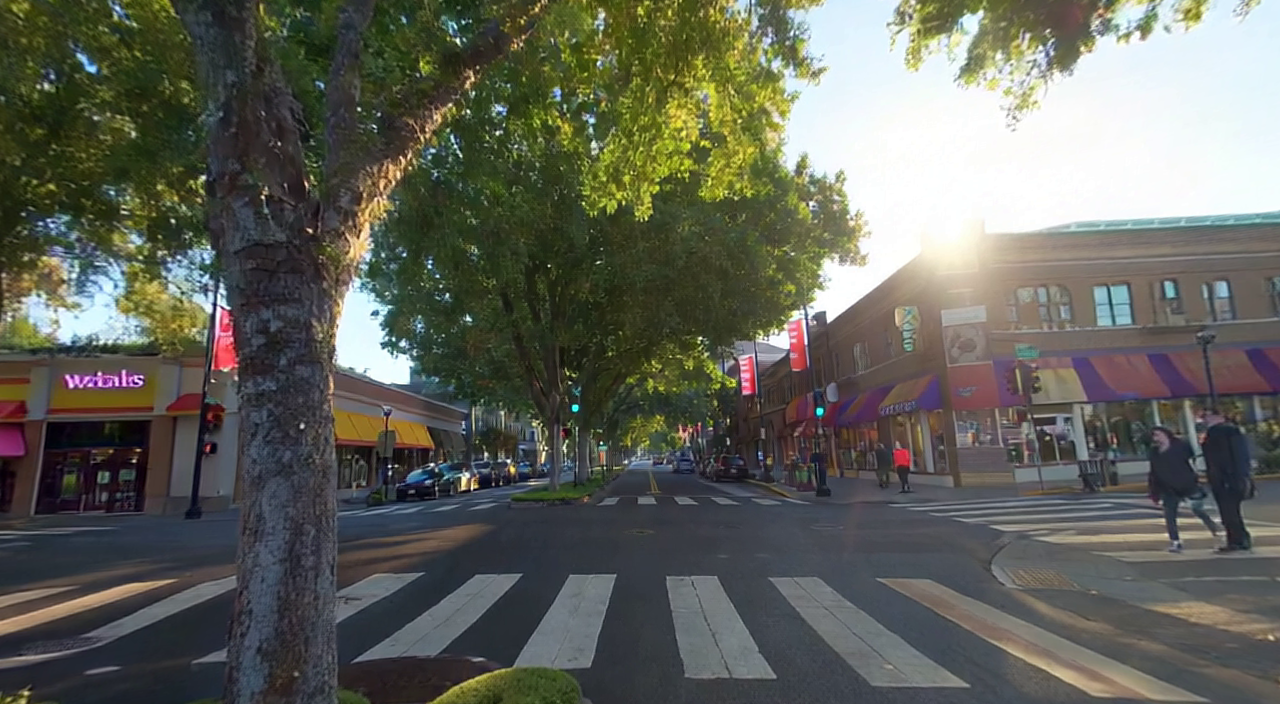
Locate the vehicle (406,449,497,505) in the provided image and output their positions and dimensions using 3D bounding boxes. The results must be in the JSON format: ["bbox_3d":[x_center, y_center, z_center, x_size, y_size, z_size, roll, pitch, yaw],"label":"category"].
[{"bbox_3d":[-8.821,5.866,30.314,2.489,2.323,5.843,0,-8,1],"label":"vehicle"}]

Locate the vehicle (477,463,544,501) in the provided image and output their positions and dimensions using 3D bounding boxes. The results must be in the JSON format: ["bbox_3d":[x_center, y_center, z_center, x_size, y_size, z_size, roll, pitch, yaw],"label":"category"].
[{"bbox_3d":[-5.751,5.829,28.618,1.983,1.438,4.559,0,-8,1],"label":"vehicle"}]

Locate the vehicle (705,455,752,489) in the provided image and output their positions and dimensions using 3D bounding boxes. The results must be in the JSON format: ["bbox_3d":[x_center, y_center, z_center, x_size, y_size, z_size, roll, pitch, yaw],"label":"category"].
[{"bbox_3d":[5.194,7.103,37.712,2.010,1.844,4.386,0,-8,-2],"label":"vehicle"}]
